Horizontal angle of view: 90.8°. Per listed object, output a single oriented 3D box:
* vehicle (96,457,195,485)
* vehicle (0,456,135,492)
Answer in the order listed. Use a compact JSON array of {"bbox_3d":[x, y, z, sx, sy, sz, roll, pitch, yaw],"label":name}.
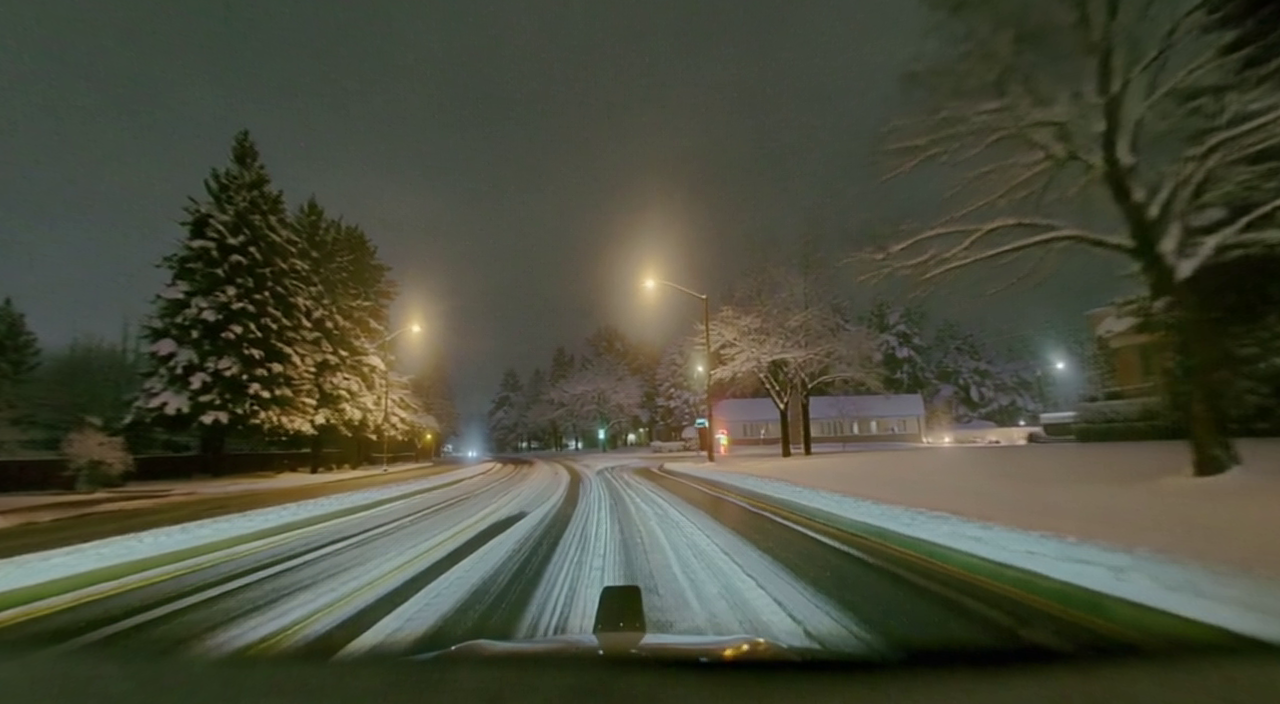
[{"bbox_3d":[-25.753,6.200,33.021,3.602,1.387,1.687,2,-9,-7],"label":"vehicle"},{"bbox_3d":[-25.346,5.313,27.706,4.527,1.441,2.024,0,-9,-3],"label":"vehicle"}]
